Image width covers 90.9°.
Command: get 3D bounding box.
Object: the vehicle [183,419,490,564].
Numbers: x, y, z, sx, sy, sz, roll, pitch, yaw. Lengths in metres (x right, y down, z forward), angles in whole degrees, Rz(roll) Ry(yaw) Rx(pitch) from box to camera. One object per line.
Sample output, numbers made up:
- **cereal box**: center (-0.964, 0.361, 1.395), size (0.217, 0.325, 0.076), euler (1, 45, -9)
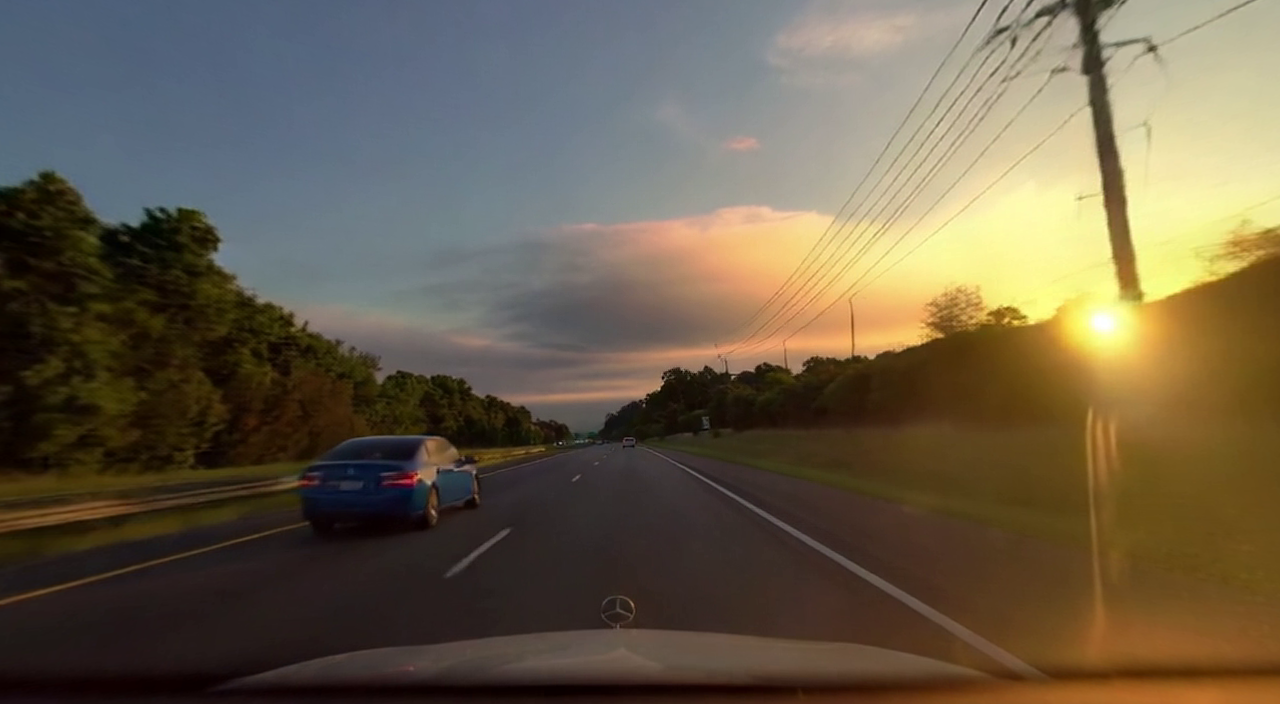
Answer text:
- **vehicle**: center (-3.805, 1.810, 9.126), size (2.150, 1.532, 4.671), euler (0, -8, 0)
